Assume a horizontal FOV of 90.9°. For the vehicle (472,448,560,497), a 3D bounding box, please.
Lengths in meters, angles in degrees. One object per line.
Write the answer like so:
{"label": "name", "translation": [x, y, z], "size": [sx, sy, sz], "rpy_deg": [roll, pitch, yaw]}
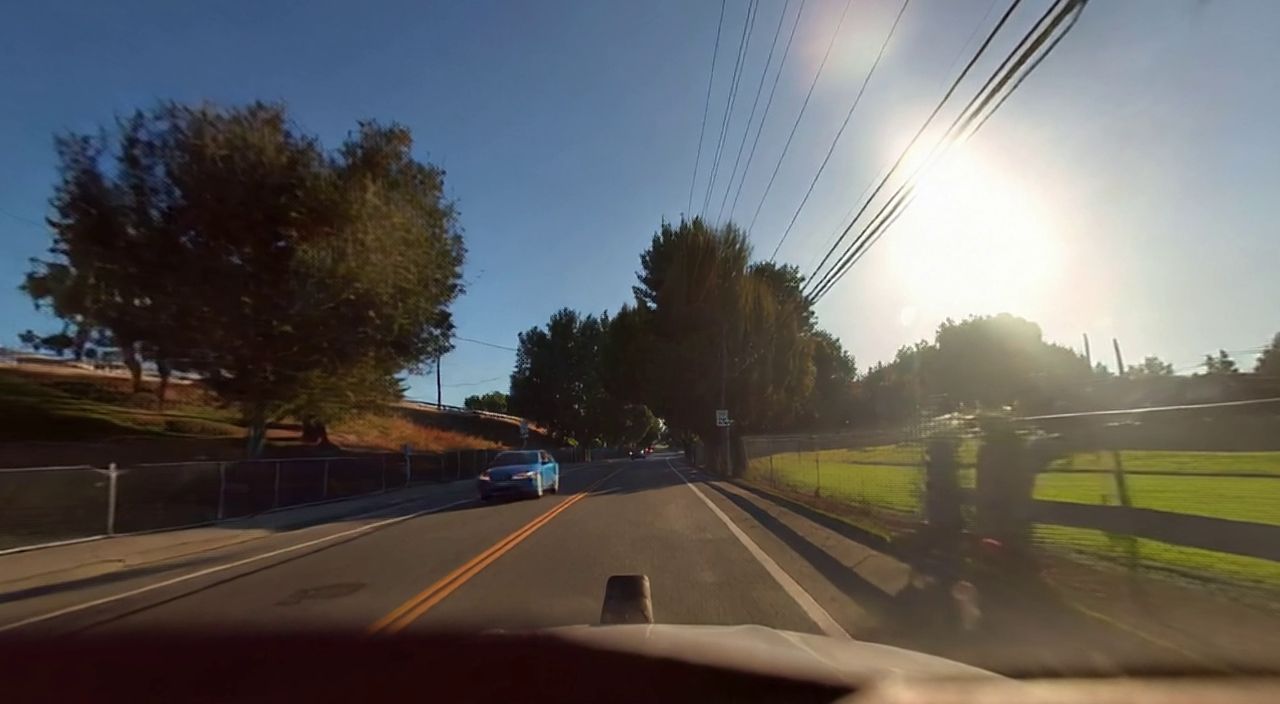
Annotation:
{"label": "vehicle", "translation": [-4.066, 4.031, 21.539], "size": [1.975, 1.481, 4.445], "rpy_deg": [-1, -9, 2]}
